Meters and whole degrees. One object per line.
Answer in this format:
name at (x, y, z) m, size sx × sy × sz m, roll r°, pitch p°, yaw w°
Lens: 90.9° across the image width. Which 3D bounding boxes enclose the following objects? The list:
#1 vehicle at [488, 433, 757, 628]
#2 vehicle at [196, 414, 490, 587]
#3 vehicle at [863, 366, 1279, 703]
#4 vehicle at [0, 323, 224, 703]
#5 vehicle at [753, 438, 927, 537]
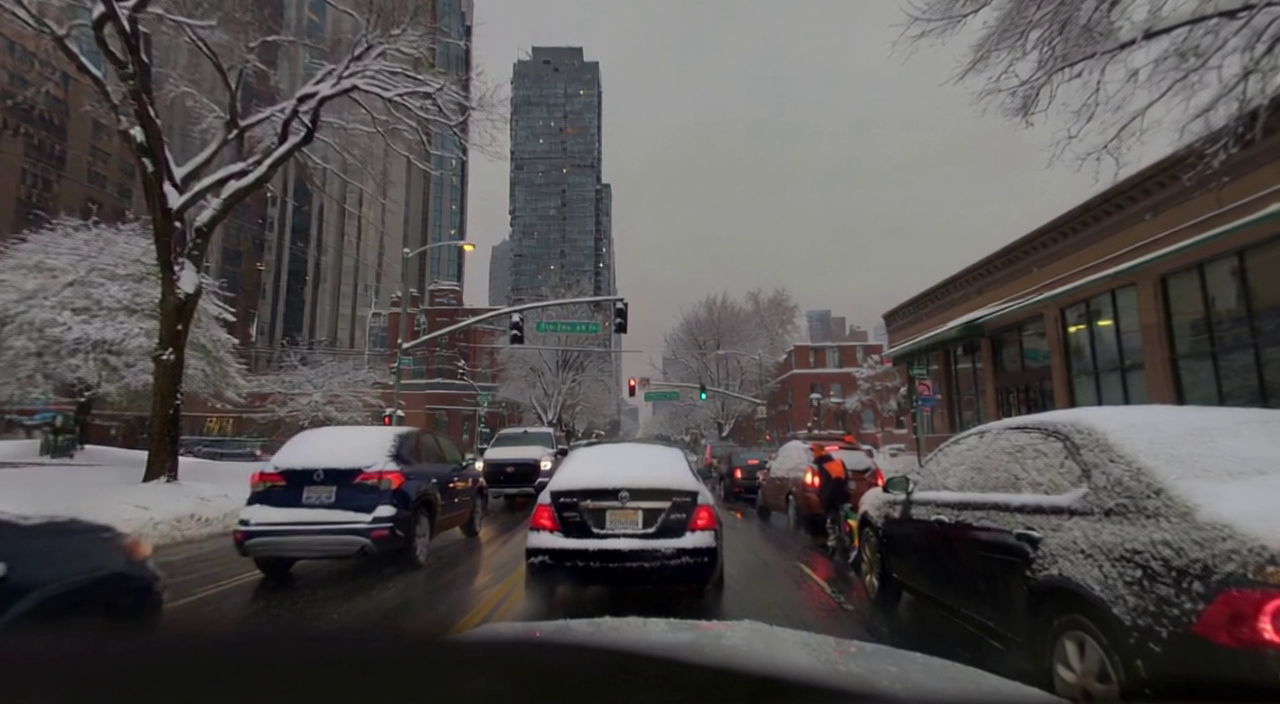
vehicle at (-0.132, 1.636, 6.735) m, size 2.031 × 1.461 × 3.763 m, roll 0°, pitch -8°, yaw 0°
vehicle at (-3.564, 1.842, 8.724) m, size 2.046 × 1.744 × 4.407 m, roll 0°, pitch -8°, yaw -2°
vehicle at (3.350, 1.160, 4.180) m, size 2.179 × 1.631 × 4.173 m, roll 0°, pitch -8°, yaw 0°
vehicle at (-3.088, 0.589, 0.681) m, size 2.181 × 1.723 × 4.550 m, roll 0°, pitch -8°, yaw -1°
vehicle at (3.576, 2.486, 12.317) m, size 1.973 × 1.537 × 4.533 m, roll 0°, pitch -8°, yaw 1°
